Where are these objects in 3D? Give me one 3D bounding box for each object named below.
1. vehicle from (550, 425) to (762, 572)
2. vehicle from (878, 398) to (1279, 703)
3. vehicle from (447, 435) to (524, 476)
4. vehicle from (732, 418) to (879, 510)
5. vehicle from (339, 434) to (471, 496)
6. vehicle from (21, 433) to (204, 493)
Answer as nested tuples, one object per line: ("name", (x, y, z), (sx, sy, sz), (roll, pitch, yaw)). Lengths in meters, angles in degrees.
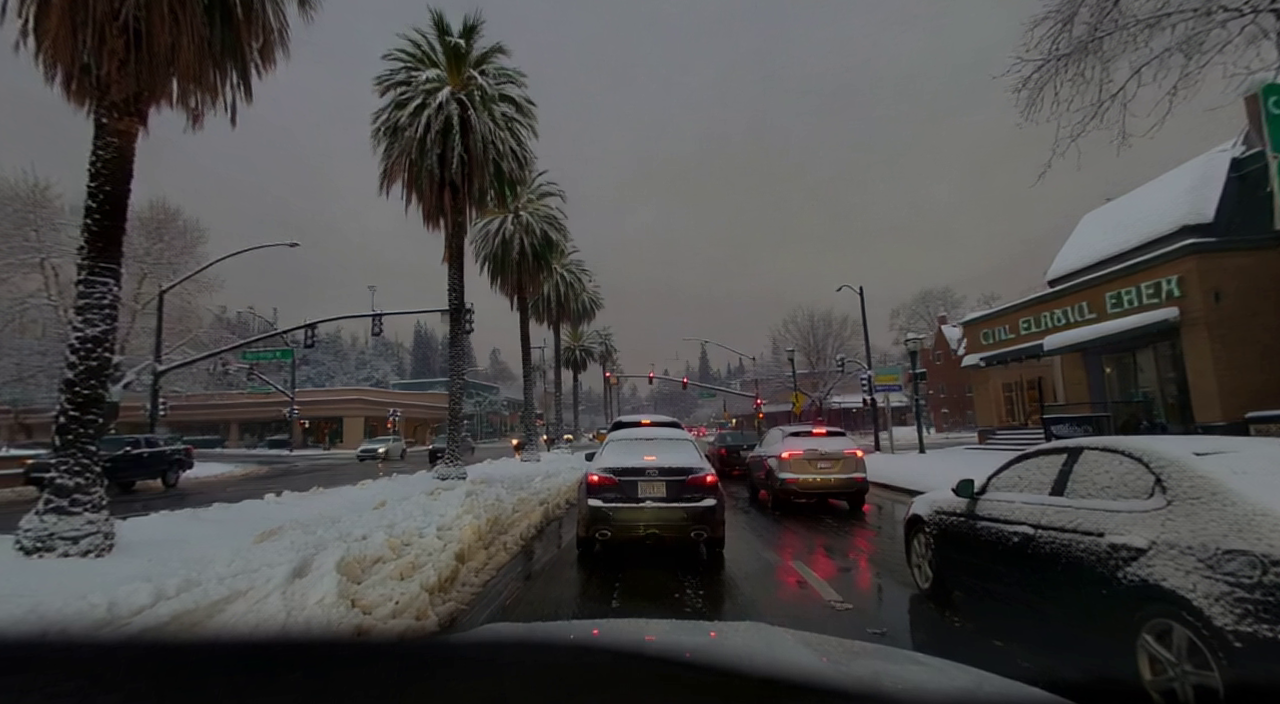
("vehicle", (0.172, 1.787, 8.456), (2.140, 1.474, 4.026), (0, -8, 0))
("vehicle", (3.539, 1.222, 4.477), (1.910, 1.490, 4.661), (0, -8, 1))
("vehicle", (-6.042, 4.099, 25.222), (1.822, 1.456, 4.396), (-1, -8, 2))
("vehicle", (3.503, 2.465, 14.303), (2.169, 1.751, 4.276), (0, -8, 0))
("vehicle", (-6.259, 3.042, 17.363), (1.900, 1.487, 4.165), (0, -8, 2))
("vehicle", (-18.035, 3.792, 21.977), (2.120, 1.828, 4.955), (0, -8, -1))
